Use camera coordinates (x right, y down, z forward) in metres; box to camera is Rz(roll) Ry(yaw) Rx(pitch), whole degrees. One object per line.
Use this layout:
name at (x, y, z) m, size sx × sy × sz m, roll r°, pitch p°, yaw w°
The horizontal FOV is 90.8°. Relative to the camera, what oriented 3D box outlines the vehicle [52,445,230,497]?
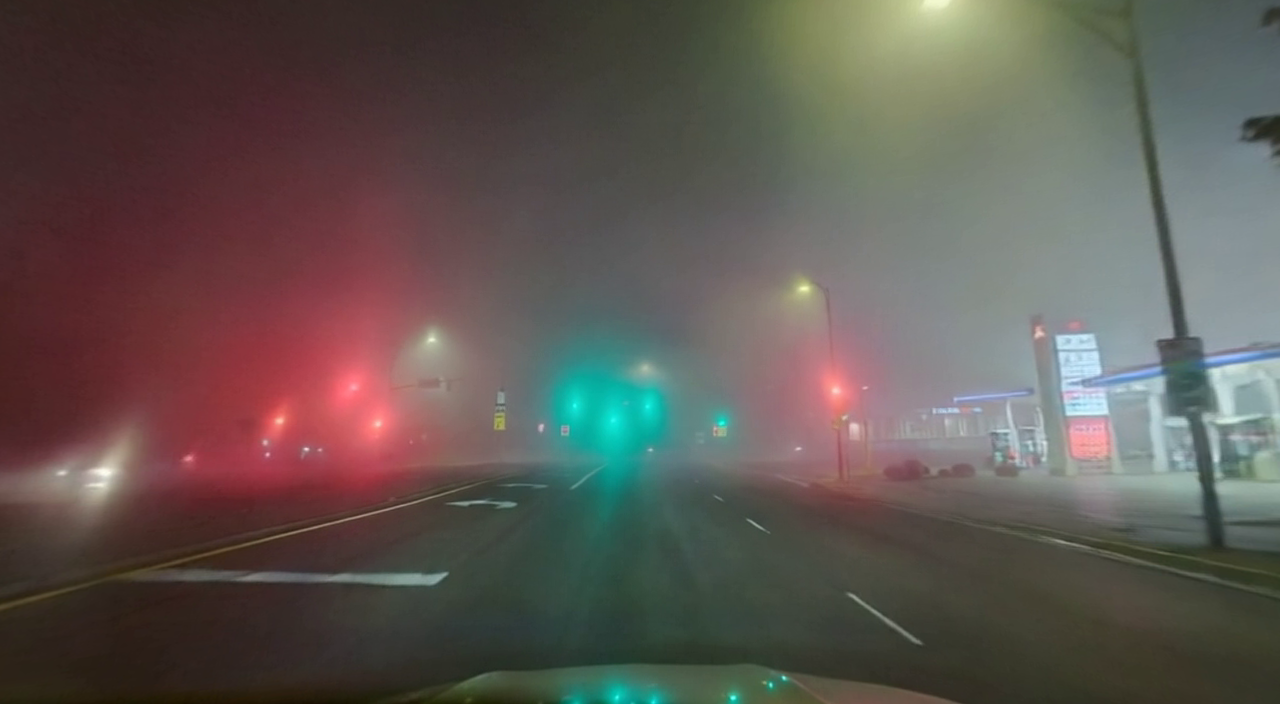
vehicle at (-16.241, 3.850, 20.953) m, size 1.911 × 1.478 × 4.601 m, roll -1°, pitch -8°, yaw 4°
